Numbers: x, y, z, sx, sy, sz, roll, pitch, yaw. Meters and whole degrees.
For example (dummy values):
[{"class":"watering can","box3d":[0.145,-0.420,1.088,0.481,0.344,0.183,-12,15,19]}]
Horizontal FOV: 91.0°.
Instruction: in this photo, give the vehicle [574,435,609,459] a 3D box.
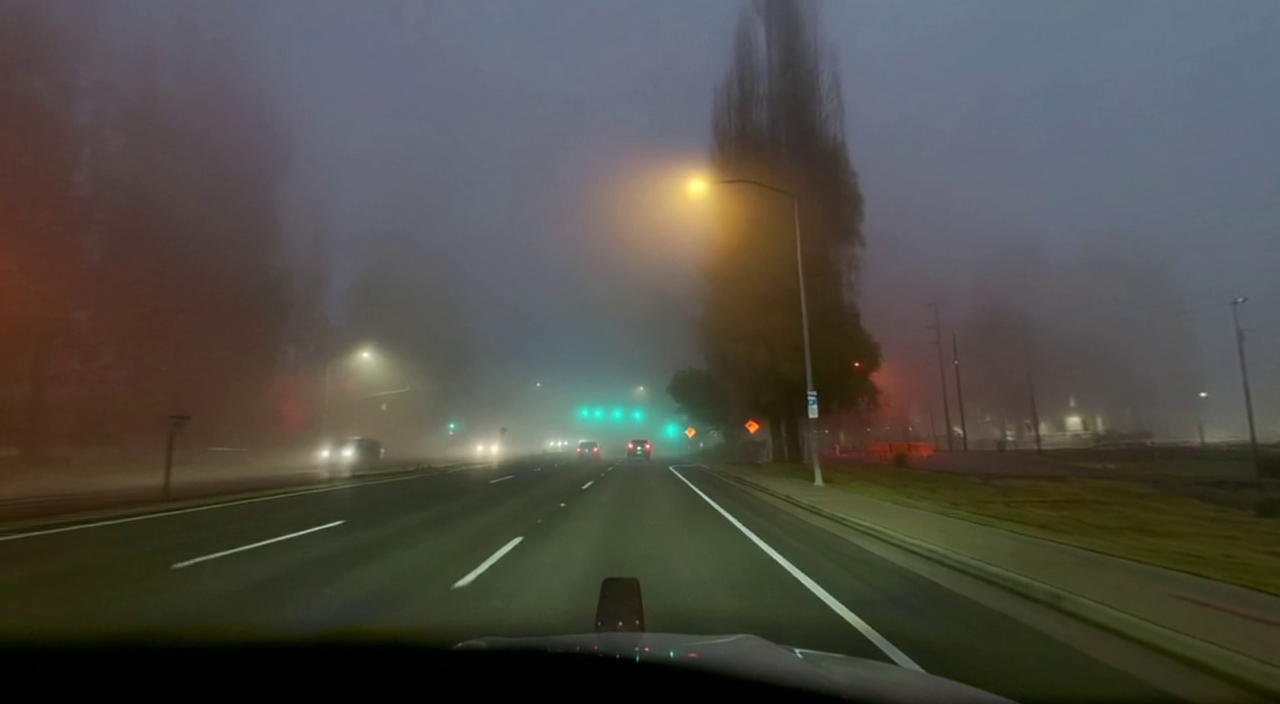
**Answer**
[{"class":"vehicle","box3d":[-3.524,7.072,46.960,2.198,1.663,4.519,0,-8,0]}]

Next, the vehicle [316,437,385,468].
[{"class":"vehicle","box3d":[-17.467,6.091,38.252,1.986,1.711,4.379,0,-8,1]}]
